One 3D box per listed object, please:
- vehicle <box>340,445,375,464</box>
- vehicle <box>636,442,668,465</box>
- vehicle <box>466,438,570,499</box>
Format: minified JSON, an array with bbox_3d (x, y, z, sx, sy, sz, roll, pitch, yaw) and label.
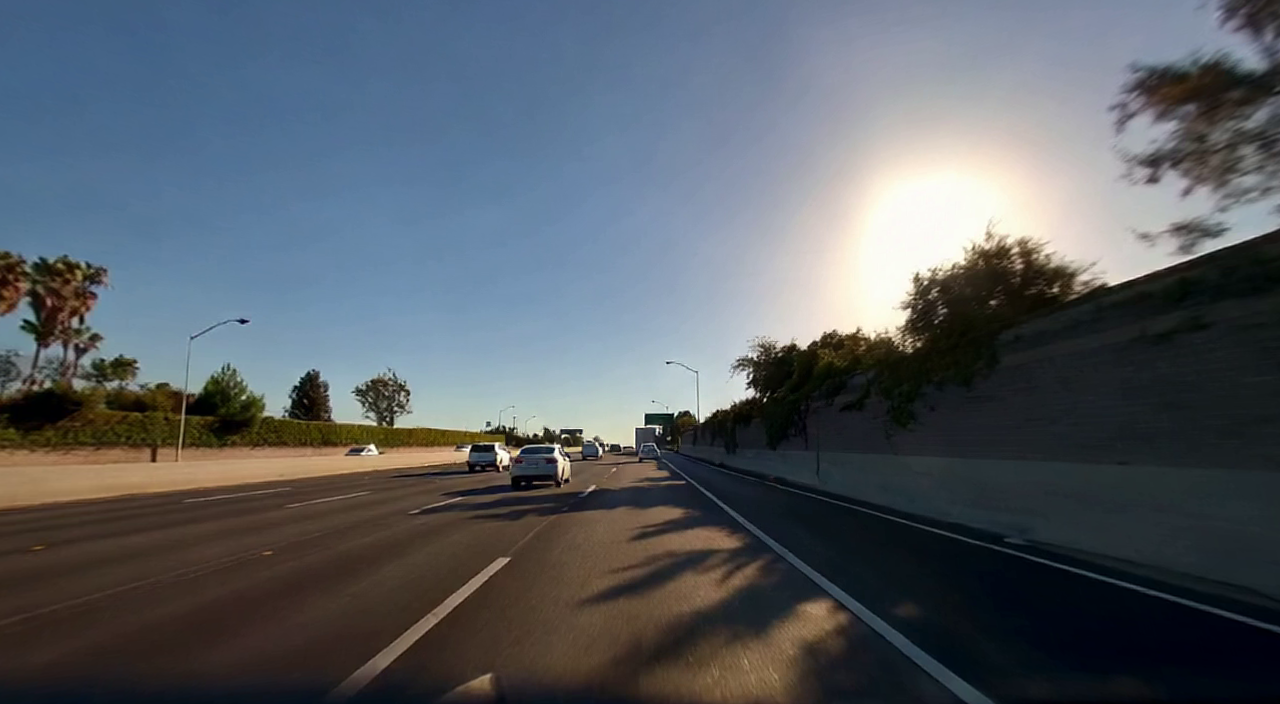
[{"bbox_3d":[-22.159,8.002,49.576,1.482,1.382,3.359,-1,-8,-5],"label":"vehicle"},{"bbox_3d":[0.816,6.916,43.253,2.073,1.480,4.343,0,-8,0],"label":"vehicle"},{"bbox_3d":[-3.259,3.197,17.694,2.056,1.480,4.022,-1,-8,1],"label":"vehicle"}]
